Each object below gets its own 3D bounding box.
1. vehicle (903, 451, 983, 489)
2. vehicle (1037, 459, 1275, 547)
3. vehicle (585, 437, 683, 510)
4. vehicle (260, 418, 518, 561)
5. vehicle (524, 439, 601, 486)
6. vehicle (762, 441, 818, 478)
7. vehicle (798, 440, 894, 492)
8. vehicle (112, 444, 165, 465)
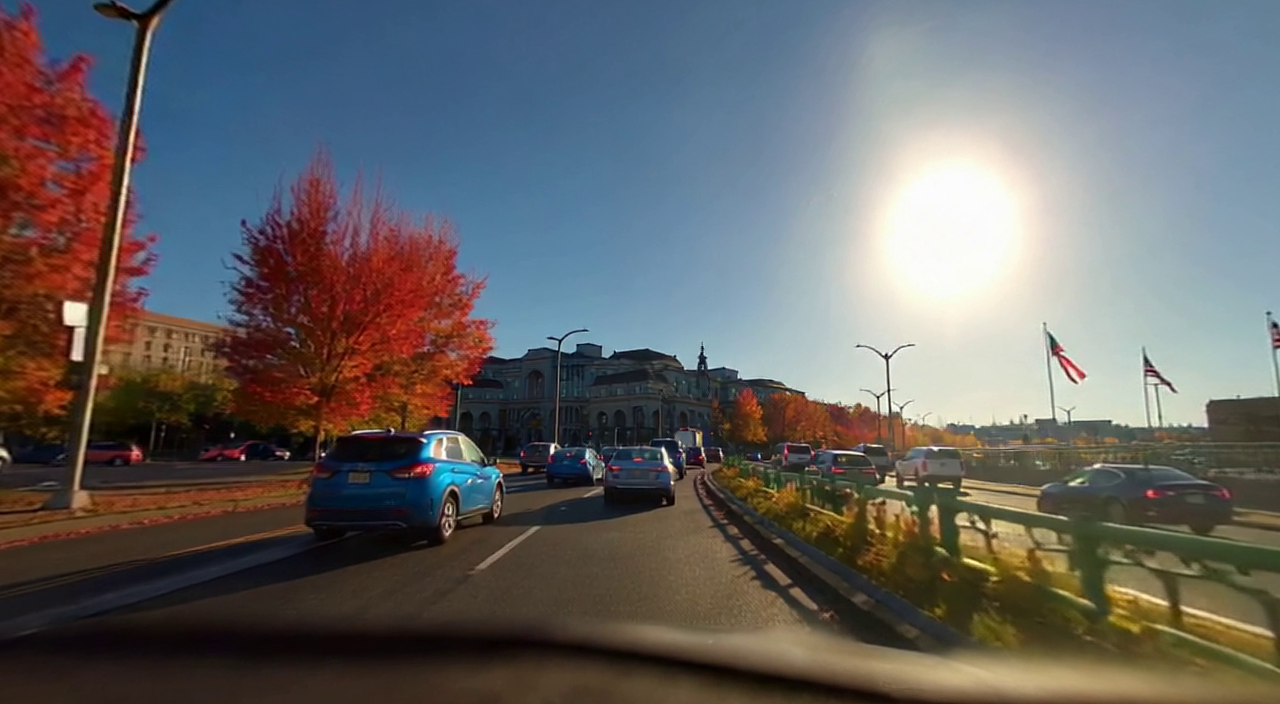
[{"bbox_3d":[15.292,5.927,32.121,2.087,1.745,4.673,0,-9,5],"label":"vehicle"},{"bbox_3d":[10.464,3.028,13.227,1.749,1.481,3.808,1,-9,1],"label":"vehicle"},{"bbox_3d":[-0.032,2.919,15.591,2.090,1.506,4.276,0,-9,3],"label":"vehicle"},{"bbox_3d":[-3.345,1.925,9.521,1.988,1.635,4.260,0,-9,2],"label":"vehicle"},{"bbox_3d":[-2.781,4.138,23.867,1.974,1.549,4.603,0,-9,5],"label":"vehicle"},{"bbox_3d":[7.742,5.564,32.928,2.017,1.746,4.727,0,-9,3],"label":"vehicle"},{"bbox_3d":[6.807,3.803,21.327,1.944,1.544,4.301,0,-9,2],"label":"vehicle"},{"bbox_3d":[-39.690,8.089,49.811,3.667,1.465,1.735,-4,-5,25],"label":"vehicle"}]
